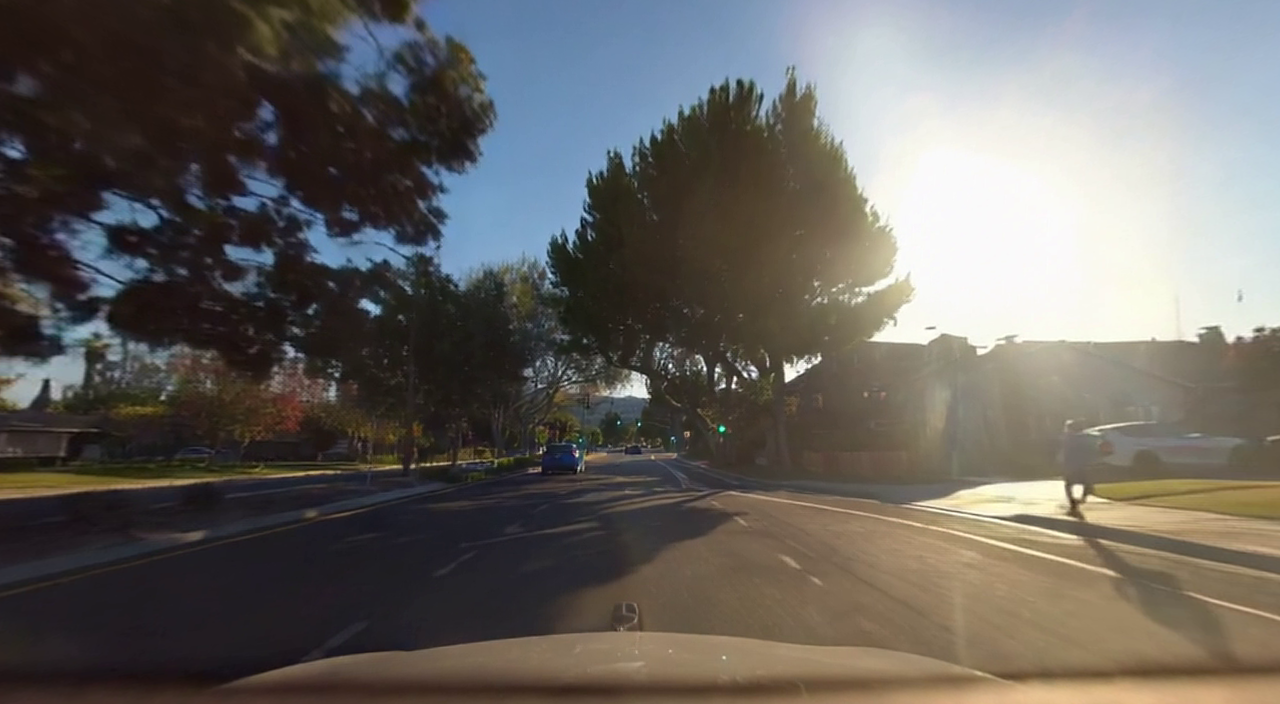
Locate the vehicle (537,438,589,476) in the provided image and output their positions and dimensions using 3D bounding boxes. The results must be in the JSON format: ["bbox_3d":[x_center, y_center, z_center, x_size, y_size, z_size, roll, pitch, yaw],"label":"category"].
[{"bbox_3d":[-3.723,5.148,31.340,1.993,1.733,4.262,0,-8,1],"label":"vehicle"}]
